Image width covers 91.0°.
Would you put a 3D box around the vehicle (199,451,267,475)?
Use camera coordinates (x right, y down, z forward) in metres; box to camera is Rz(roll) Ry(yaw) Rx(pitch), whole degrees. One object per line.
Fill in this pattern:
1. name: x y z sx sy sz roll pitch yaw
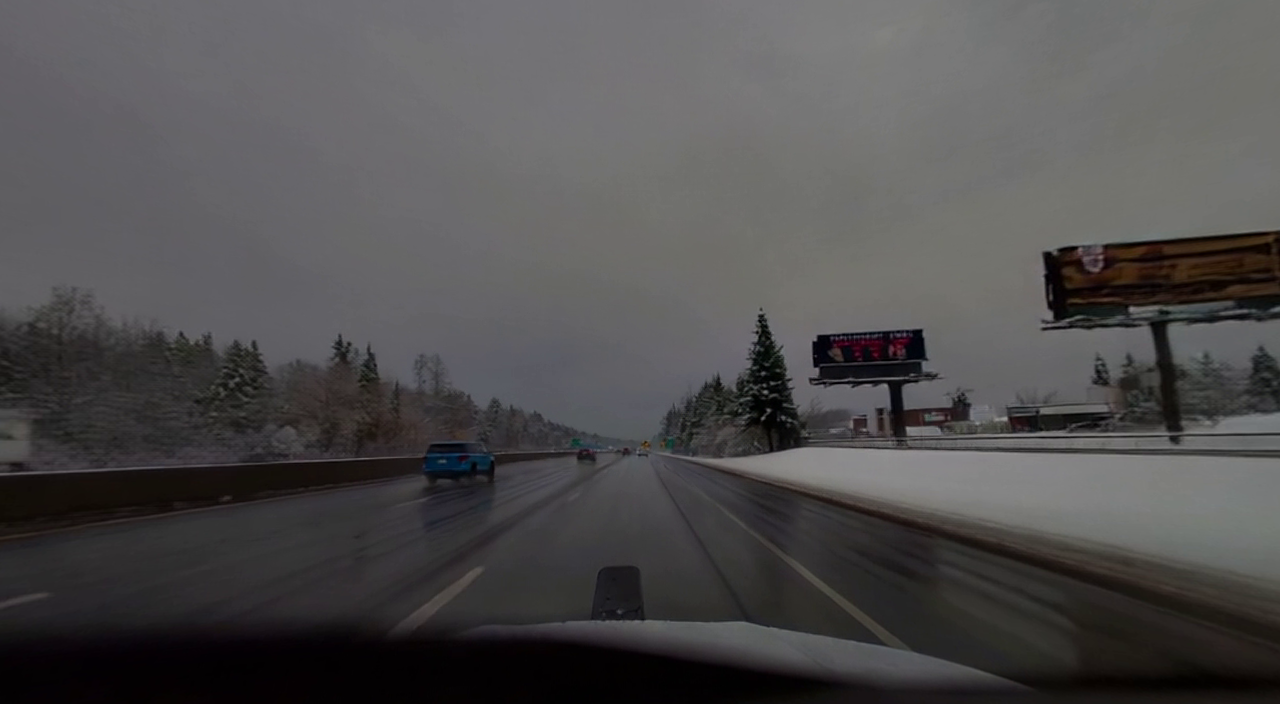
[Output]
1. vehicle: -28.249 7.682 43.831 1.867 1.523 4.175 0 -9 1

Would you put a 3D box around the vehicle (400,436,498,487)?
1. vehicle: -6.973 4.061 23.597 2.055 1.683 4.804 0 -9 1
